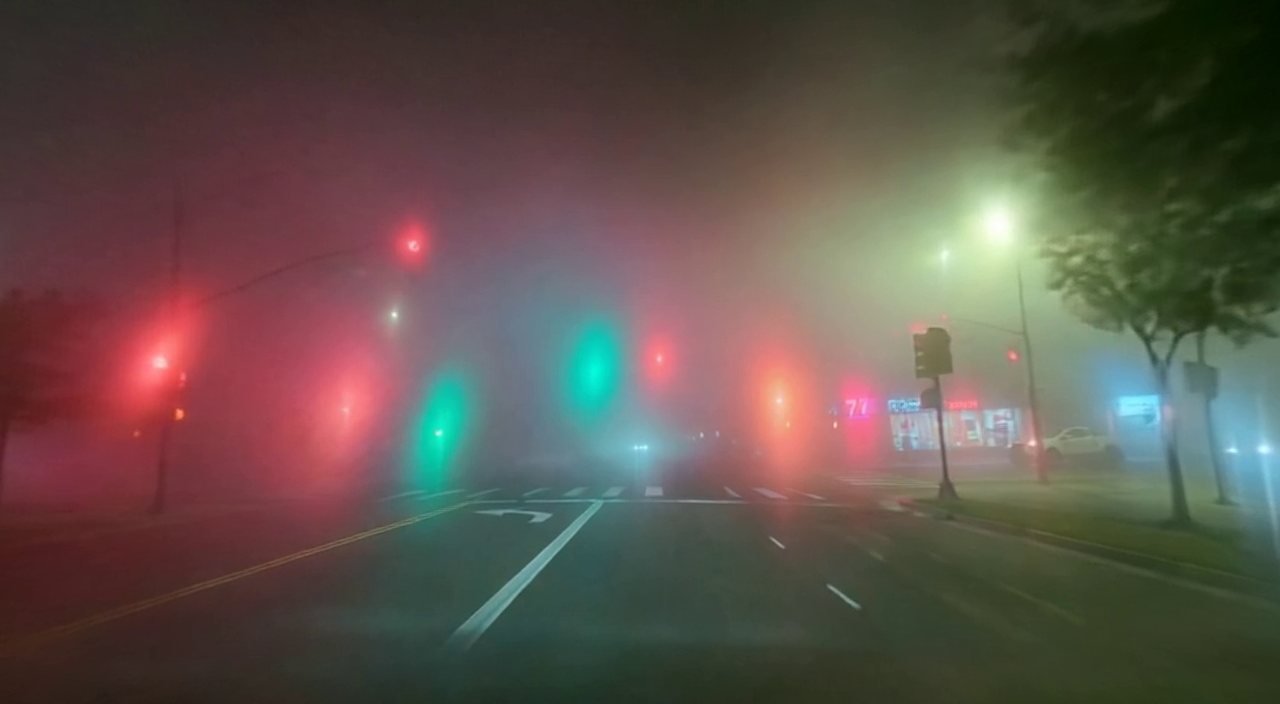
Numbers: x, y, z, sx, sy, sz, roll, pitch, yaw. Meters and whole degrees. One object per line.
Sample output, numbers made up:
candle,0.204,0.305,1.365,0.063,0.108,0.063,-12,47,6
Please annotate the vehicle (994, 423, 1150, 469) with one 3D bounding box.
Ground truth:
vehicle,17.505,3.835,25.750,4.836,1.795,1.957,-1,-8,1
